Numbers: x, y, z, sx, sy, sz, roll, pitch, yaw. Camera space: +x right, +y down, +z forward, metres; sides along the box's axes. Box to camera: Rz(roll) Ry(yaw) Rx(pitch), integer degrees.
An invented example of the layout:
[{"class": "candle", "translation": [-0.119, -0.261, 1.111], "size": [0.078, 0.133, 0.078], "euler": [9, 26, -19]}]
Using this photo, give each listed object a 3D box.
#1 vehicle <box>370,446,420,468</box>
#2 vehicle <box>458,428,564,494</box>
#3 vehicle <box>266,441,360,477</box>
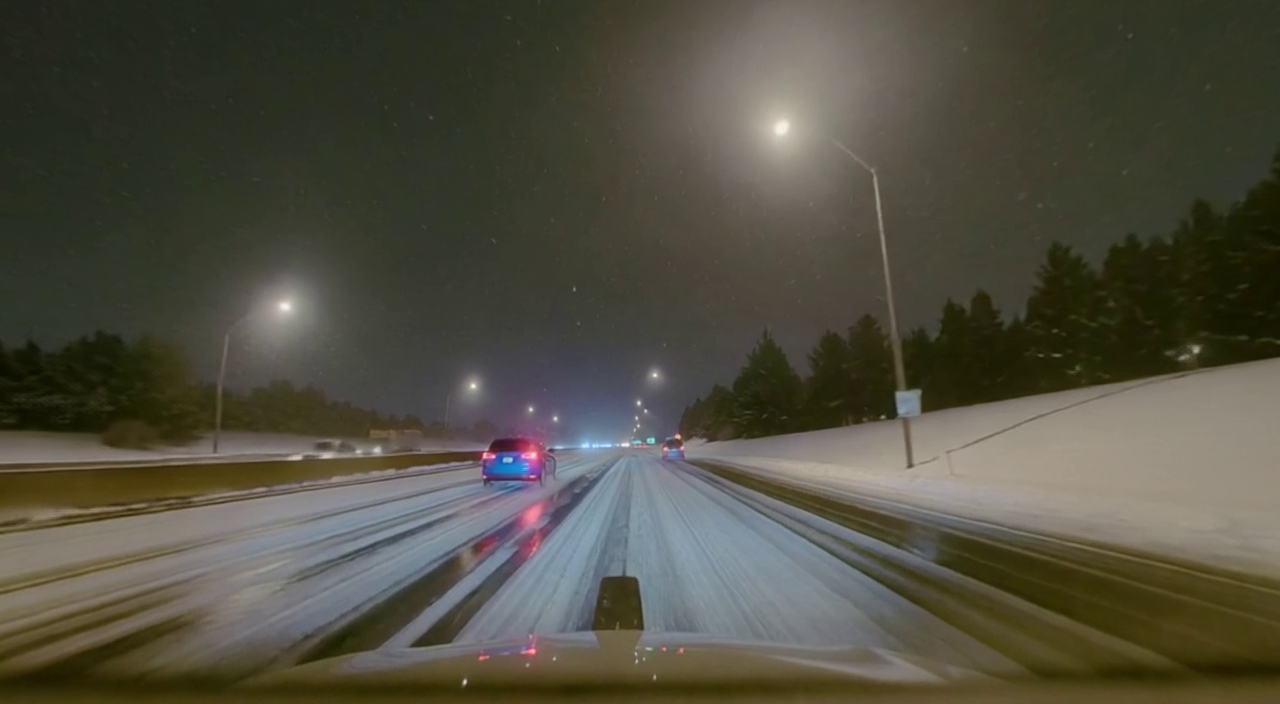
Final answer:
[{"class": "vehicle", "translation": [-17.525, 7.524, 45.442], "size": [1.855, 1.491, 4.723], "euler": [0, -8, -2]}, {"class": "vehicle", "translation": [-3.814, 3.333, 19.745], "size": [2.205, 1.773, 5.124], "euler": [0, -8, 0]}, {"class": "vehicle", "translation": [-15.418, 5.055, 30.113], "size": [1.937, 1.540, 4.778], "euler": [0, -8, 0]}]
